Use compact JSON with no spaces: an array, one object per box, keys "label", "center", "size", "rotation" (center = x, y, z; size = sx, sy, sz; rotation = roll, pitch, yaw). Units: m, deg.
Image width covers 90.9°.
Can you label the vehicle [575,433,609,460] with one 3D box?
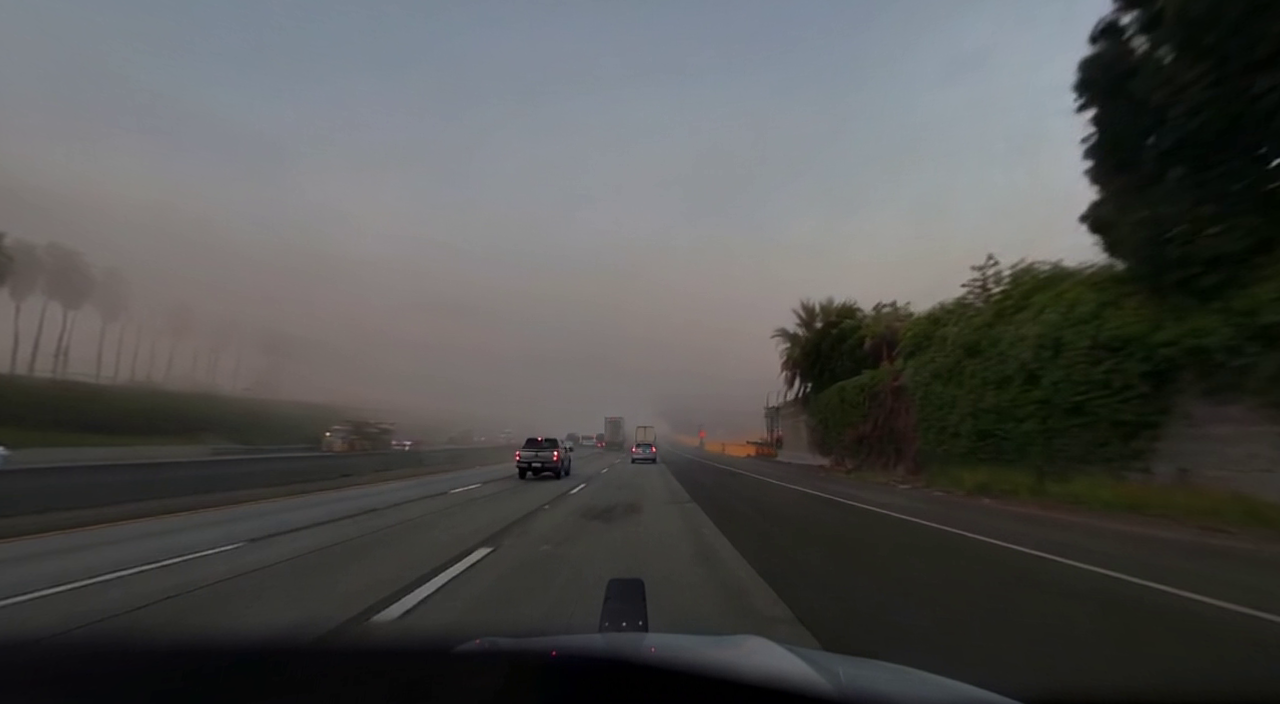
[{"label":"vehicle","center":[-3.647,7.325,49.054],"size":[2.203,1.958,4.848],"rotation":[-1,-9,1]}]

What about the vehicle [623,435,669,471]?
[{"label":"vehicle","center":[0.285,5.045,31.700],"size":[2.136,1.678,4.052],"rotation":[-1,-9,0]}]

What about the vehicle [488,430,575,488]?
[{"label":"vehicle","center":[-3.579,3.634,21.708],"size":[2.108,1.740,4.549],"rotation":[-1,-9,1]}]

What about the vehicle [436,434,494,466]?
[{"label":"vehicle","center":[-10.749,6.052,39.104],"size":[2.104,1.818,4.721],"rotation":[-1,-9,1]}]
